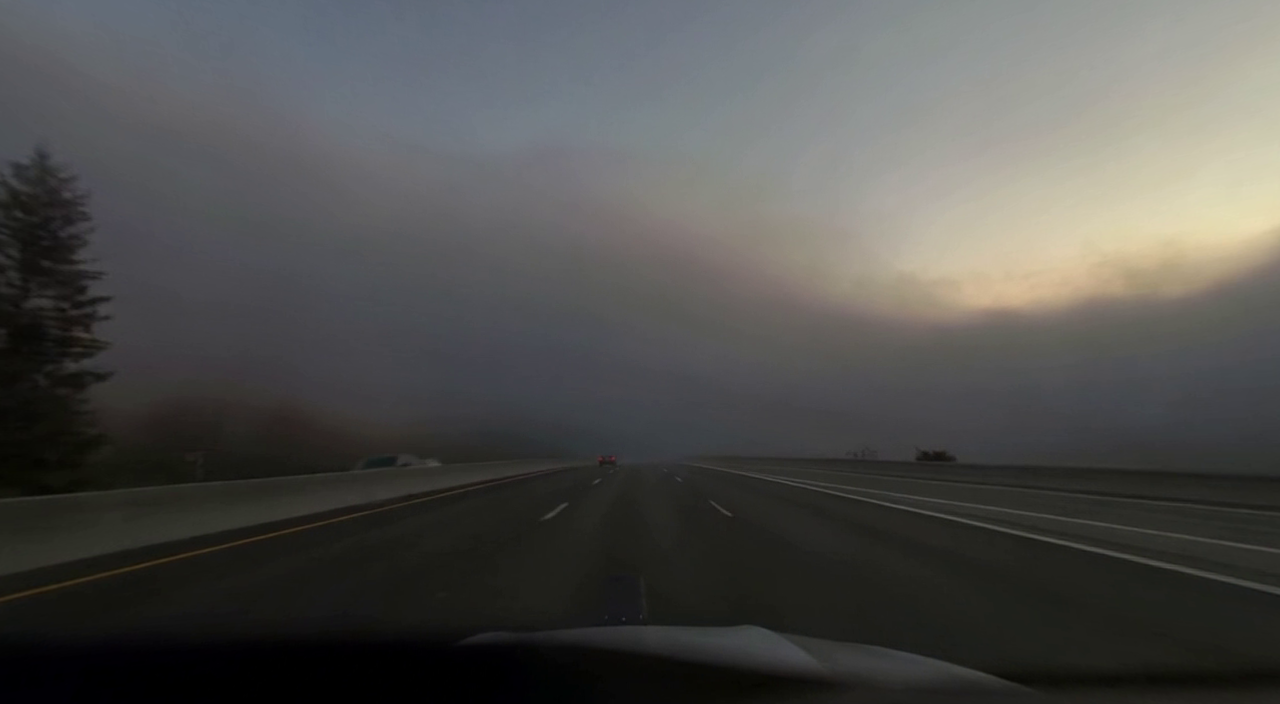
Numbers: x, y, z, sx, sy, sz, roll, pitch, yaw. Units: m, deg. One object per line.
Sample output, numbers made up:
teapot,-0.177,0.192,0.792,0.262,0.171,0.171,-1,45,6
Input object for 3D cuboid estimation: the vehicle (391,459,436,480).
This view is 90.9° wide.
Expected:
vehicle,-16.512,8.587,46.083,1.769,1.419,3.896,0,-9,0

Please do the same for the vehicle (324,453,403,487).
vehicle,-12.167,5.185,28.011,1.768,1.375,3.927,0,-9,0
